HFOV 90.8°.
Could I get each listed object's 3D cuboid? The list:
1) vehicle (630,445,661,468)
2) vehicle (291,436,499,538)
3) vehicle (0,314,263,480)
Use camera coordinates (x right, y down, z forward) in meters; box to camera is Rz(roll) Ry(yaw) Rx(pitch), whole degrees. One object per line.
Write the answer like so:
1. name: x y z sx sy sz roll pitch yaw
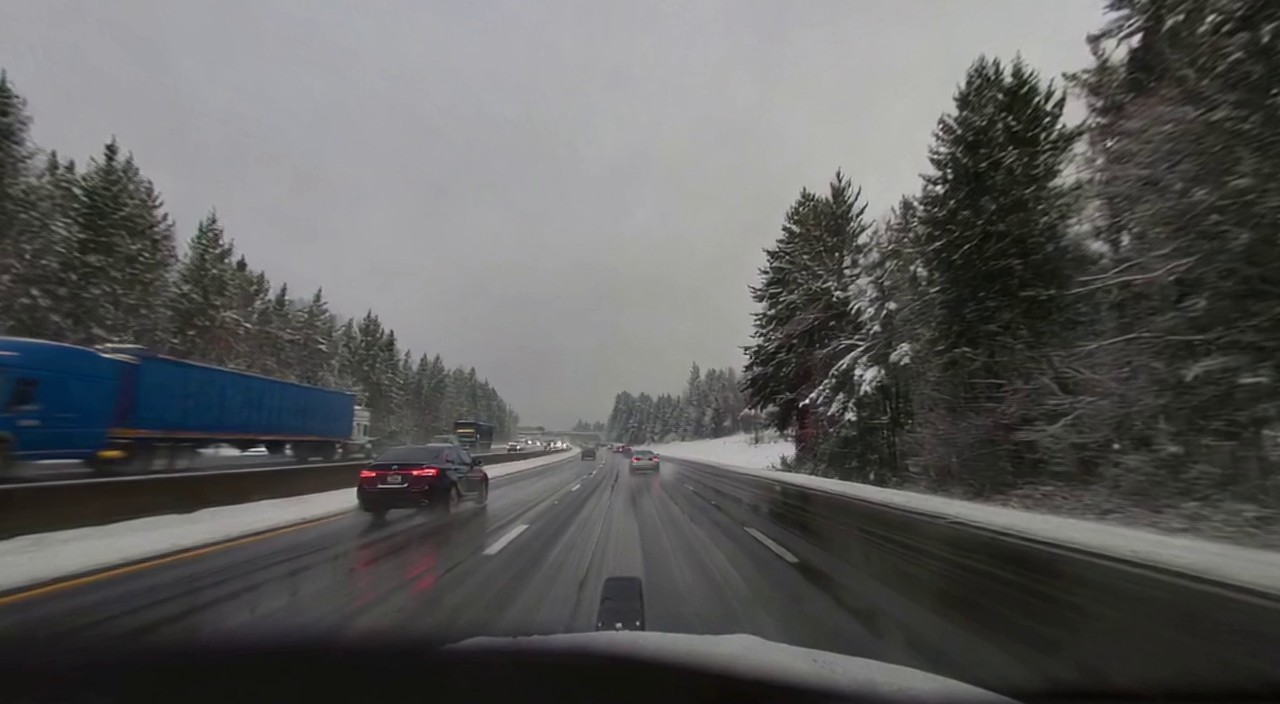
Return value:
1. vehicle: 0.348 7.340 44.531 2.008 1.499 3.192 0 -9 -2
2. vehicle: -4.150 2.352 11.673 2.054 1.500 4.469 0 -9 0
3. vehicle: -16.860 1.840 20.265 2.930 3.986 10.582 0 -9 0
